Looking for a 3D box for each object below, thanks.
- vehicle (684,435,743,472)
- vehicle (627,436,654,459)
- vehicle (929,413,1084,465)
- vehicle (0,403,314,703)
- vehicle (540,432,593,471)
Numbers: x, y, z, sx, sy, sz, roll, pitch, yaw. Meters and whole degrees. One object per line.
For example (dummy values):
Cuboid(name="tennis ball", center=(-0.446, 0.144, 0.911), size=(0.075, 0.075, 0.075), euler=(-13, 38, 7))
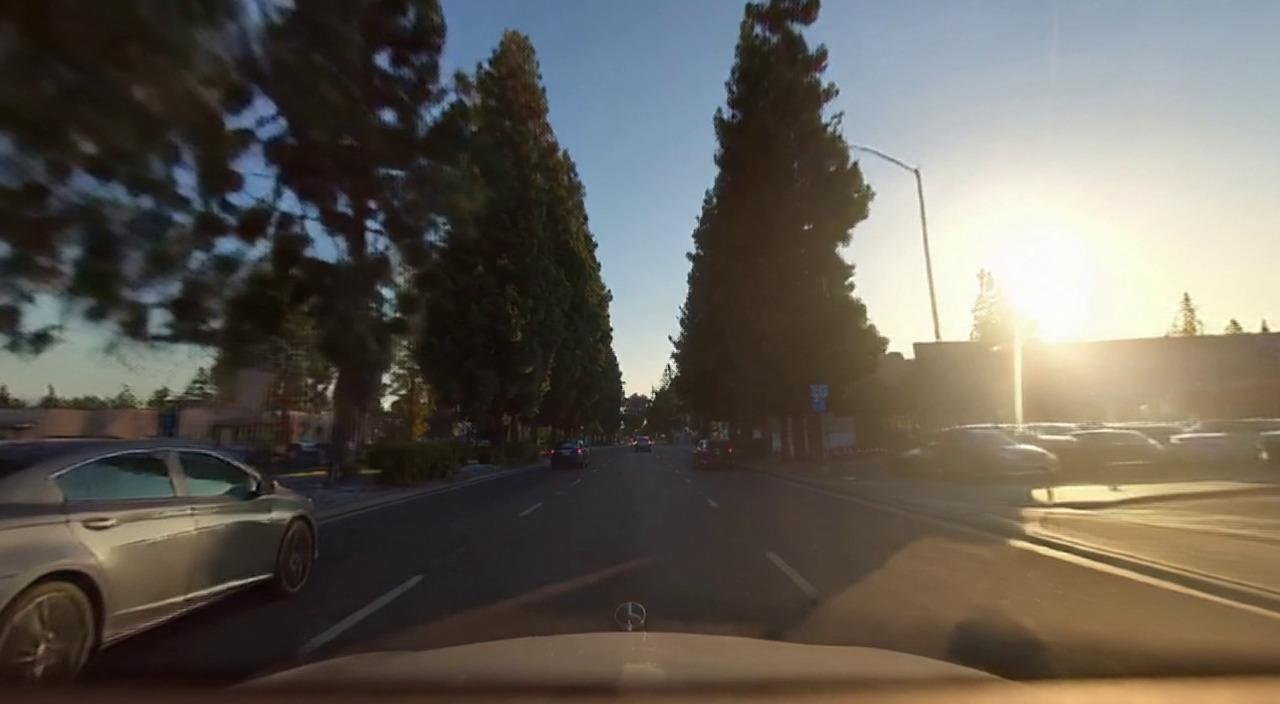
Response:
Cuboid(name="vehicle", center=(3.203, 4.560, 28.440), size=(2.010, 1.486, 4.498), euler=(-1, -8, -1))
Cuboid(name="vehicle", center=(0.049, 7.147, 47.322), size=(1.922, 1.579, 3.642), euler=(-1, -8, 0))
Cuboid(name="vehicle", center=(13.957, 3.391, 24.372), size=(2.097, 1.779, 4.720), euler=(3, -9, -23))
Cuboid(name="vehicle", center=(-4.080, 1.068, 3.290), size=(1.988, 1.530, 5.155), euler=(-1, -8, 0))
Cuboid(name="vehicle", center=(-3.613, 4.959, 31.634), size=(2.051, 1.747, 4.370), euler=(-1, -8, 1))
